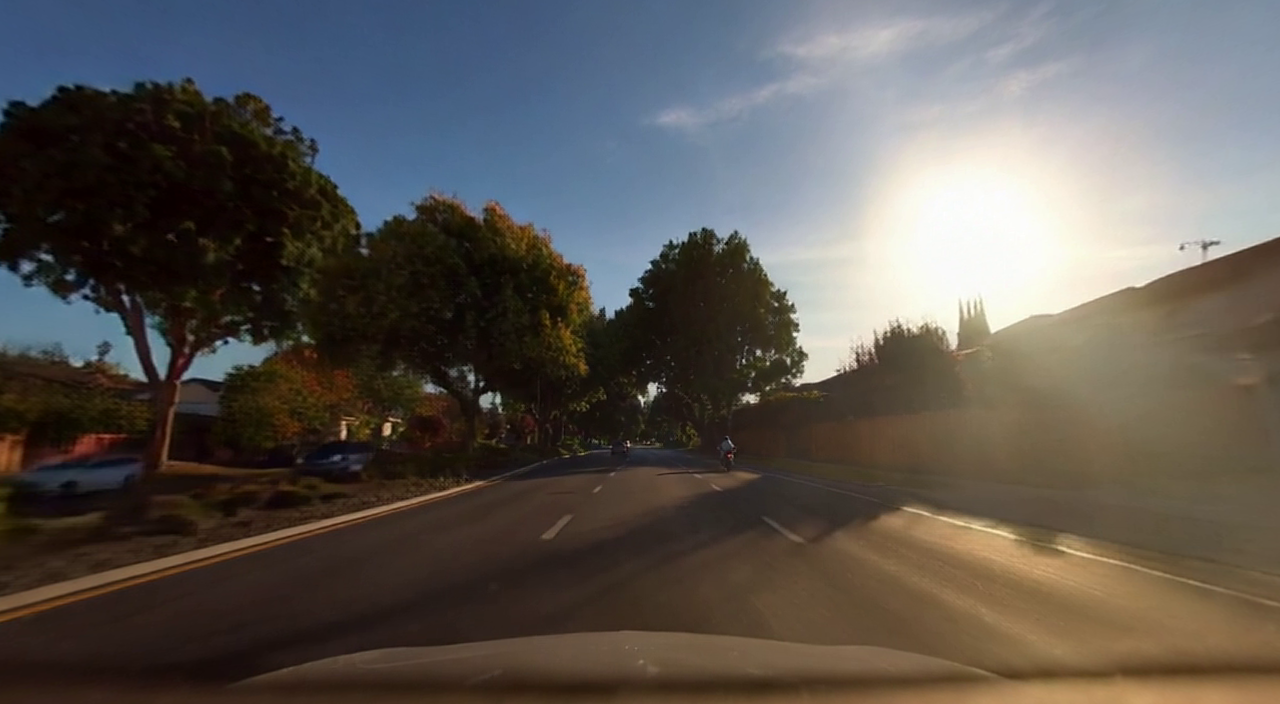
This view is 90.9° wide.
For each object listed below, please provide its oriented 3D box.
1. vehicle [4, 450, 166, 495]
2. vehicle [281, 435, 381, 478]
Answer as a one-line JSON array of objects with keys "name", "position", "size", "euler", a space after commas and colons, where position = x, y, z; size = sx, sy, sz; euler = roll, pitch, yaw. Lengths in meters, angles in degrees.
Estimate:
[{"name": "vehicle", "position": [-21.109, 4.573, 24.323], "size": [1.888, 1.487, 4.721], "euler": [0, -8, 1]}, {"name": "vehicle", "position": [-13.479, 4.588, 27.884], "size": [2.103, 1.699, 4.474], "euler": [0, -8, 1]}]
